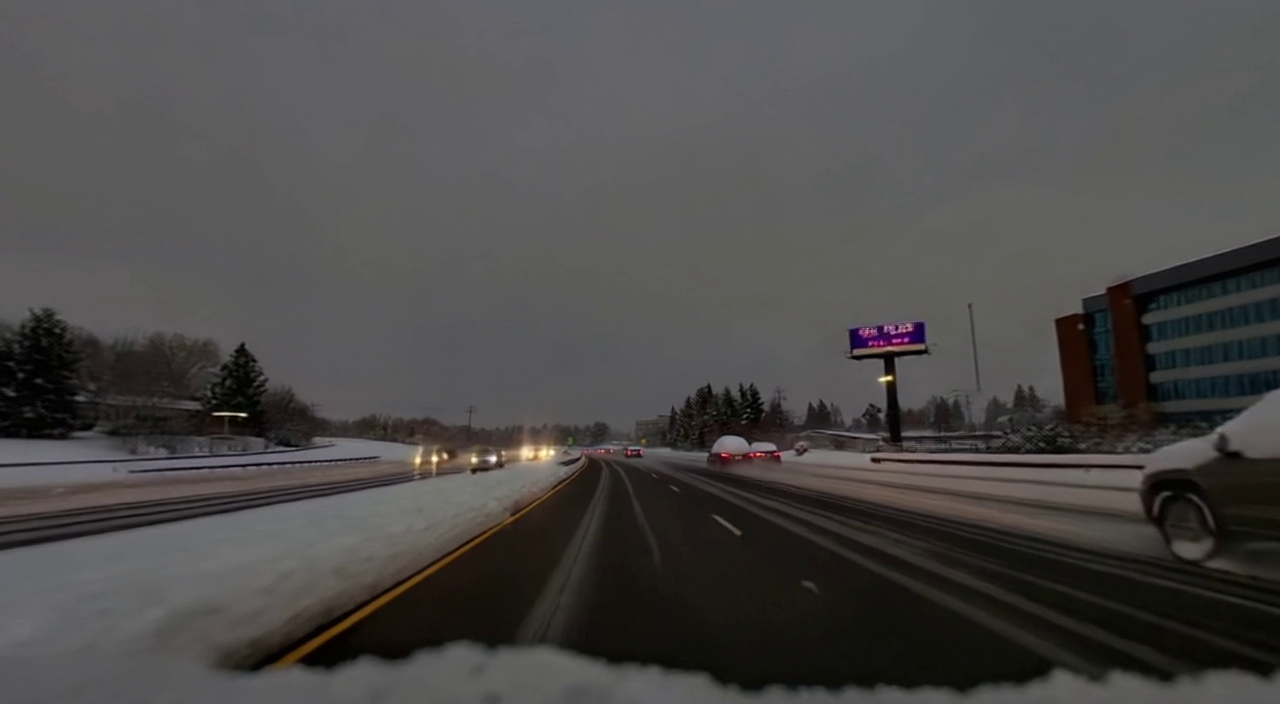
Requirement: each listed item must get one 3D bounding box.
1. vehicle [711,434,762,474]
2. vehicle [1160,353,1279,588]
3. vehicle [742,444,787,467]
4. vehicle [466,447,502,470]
[{"bbox_3d":[5.665,6.070,37.749,2.043,2.154,4.731,0,-9,-3],"label":"vehicle"},{"bbox_3d":[6.475,0.782,3.920,2.181,1.952,4.973,0,-9,0],"label":"vehicle"},{"bbox_3d":[8.845,7.367,45.251,1.981,1.508,4.768,0,-9,-4],"label":"vehicle"},{"bbox_3d":[-11.227,7.684,45.731,1.799,1.433,4.661,-1,-7,-4],"label":"vehicle"}]
